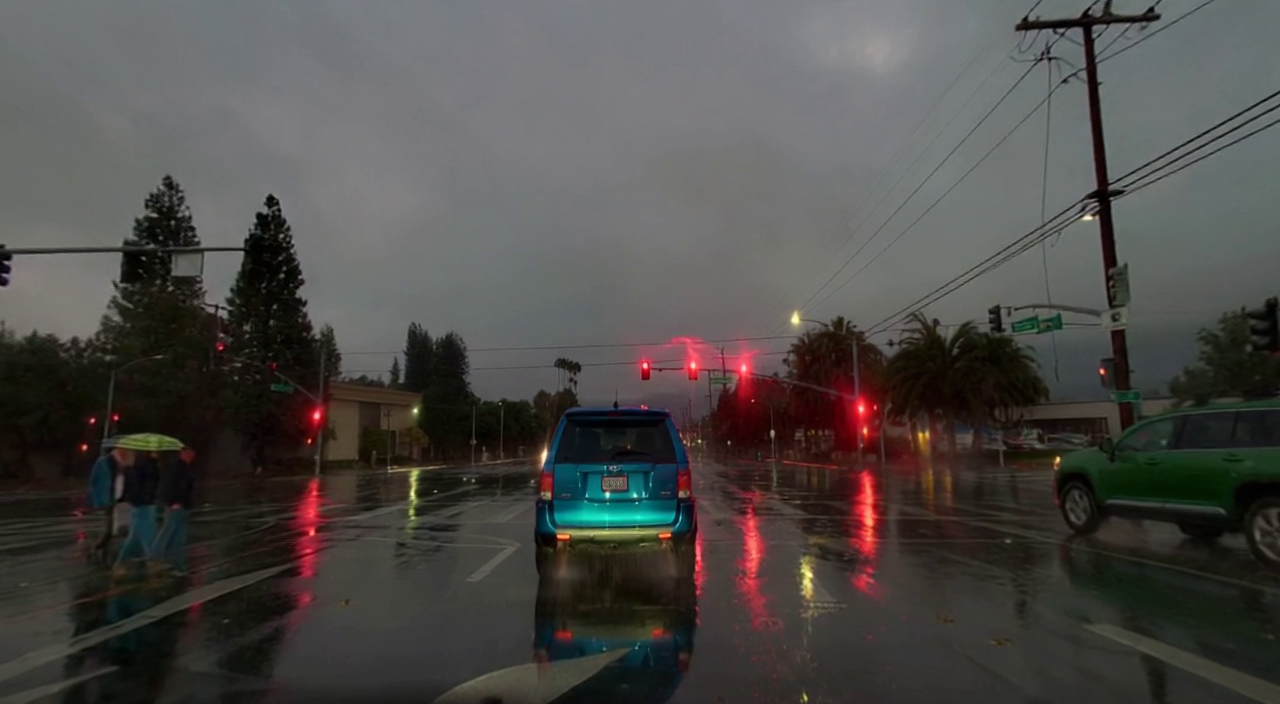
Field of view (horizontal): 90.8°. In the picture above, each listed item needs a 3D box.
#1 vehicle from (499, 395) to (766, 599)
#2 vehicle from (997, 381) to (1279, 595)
[{"bbox_3d":[-0.102,1.561,7.637,2.285,1.729,4.252,0,-9,-1],"label":"vehicle"},{"bbox_3d":[6.585,1.439,7.248,2.119,1.827,4.806,0,-9,0],"label":"vehicle"}]
